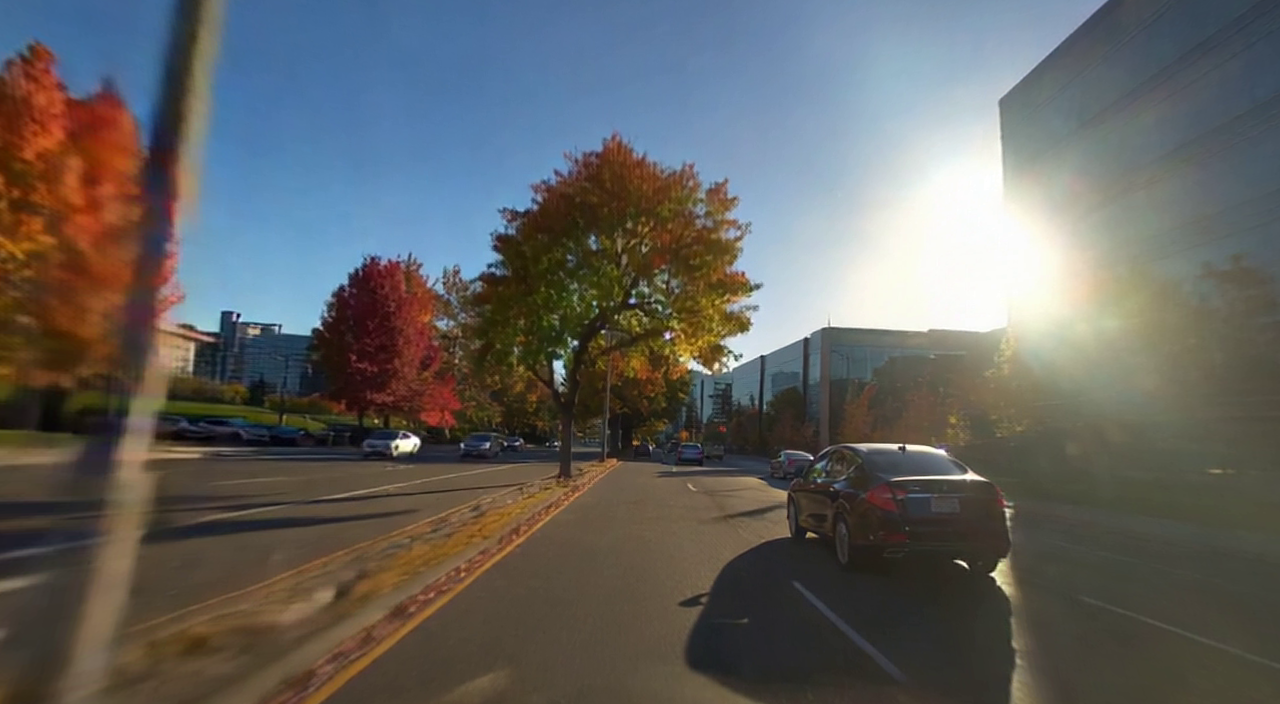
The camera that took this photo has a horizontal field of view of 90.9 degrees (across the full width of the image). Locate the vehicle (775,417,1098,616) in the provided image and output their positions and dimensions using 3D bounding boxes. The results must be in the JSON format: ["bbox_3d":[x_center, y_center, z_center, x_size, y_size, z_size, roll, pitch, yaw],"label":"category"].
[{"bbox_3d":[2.962,1.699,7.417,1.901,1.634,3.896,1,-8,0],"label":"vehicle"}]

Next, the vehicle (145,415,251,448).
[{"bbox_3d":[-26.889,4.950,38.718,2.149,1.809,5.973,0,-9,0],"label":"vehicle"}]

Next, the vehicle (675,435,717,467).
[{"bbox_3d":[3.479,6.252,39.893,2.154,1.844,4.634,0,-8,-1],"label":"vehicle"}]

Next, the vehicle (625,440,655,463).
[{"bbox_3d":[-0.002,6.746,42.870,1.991,1.477,3.814,0,-8,0],"label":"vehicle"}]

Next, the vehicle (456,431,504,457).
[{"bbox_3d":[-11.019,6.369,43.603,2.122,1.685,4.358,0,-8,1],"label":"vehicle"}]

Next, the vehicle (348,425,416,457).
[{"bbox_3d":[-15.364,5.364,37.845,2.101,1.738,4.704,0,-8,0],"label":"vehicle"}]
